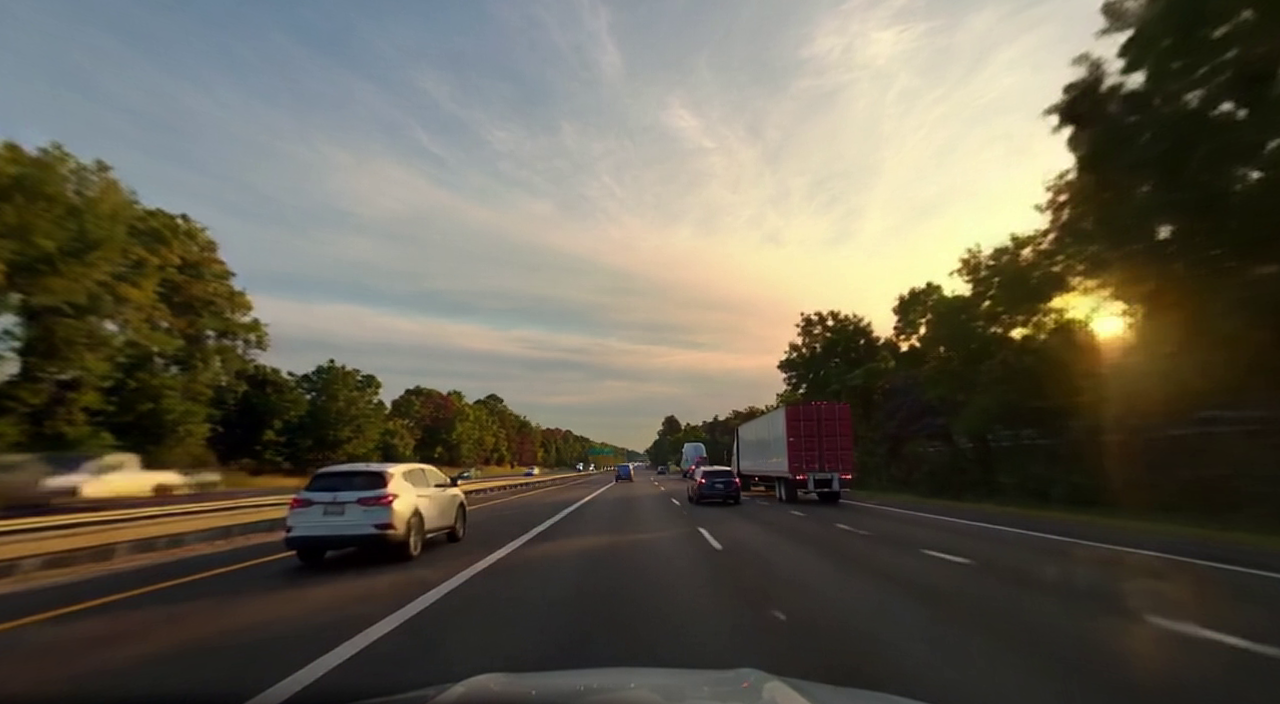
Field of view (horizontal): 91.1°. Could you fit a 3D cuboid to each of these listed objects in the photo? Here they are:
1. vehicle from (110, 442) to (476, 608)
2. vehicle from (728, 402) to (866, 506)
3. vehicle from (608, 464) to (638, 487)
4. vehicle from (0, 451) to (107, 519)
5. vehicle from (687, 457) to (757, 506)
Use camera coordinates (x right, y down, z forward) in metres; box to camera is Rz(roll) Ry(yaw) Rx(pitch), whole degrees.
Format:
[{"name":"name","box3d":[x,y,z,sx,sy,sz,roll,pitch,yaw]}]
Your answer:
[{"name":"vehicle","box3d":[-3.826,2.030,8.209,2.065,1.485,4.682,1,-10,0]},{"name":"vehicle","box3d":[7.506,5.671,34.011,2.861,4.086,17.499,1,-10,-1]},{"name":"vehicle","box3d":[-1.167,8.919,45.607,2.025,1.547,4.150,1,-10,0]},{"name":"vehicle","box3d":[-15.538,3.086,14.672,1.943,1.509,4.783,1,-10,0]},{"name":"vehicle","box3d":[3.089,5.032,24.712,2.050,1.708,4.457,1,-10,-1]}]
